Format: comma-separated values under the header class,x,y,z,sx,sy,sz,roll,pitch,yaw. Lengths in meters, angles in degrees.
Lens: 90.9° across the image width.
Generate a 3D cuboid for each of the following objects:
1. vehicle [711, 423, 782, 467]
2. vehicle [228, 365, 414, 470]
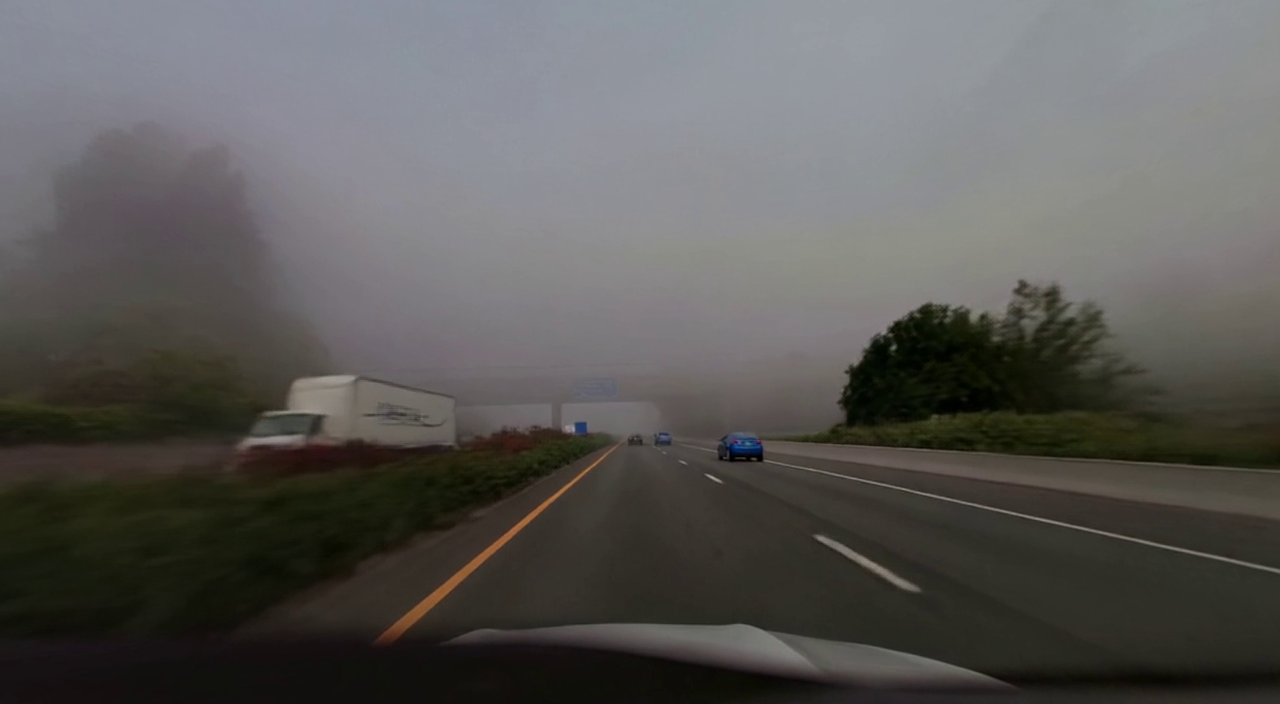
class,x,y,z,sx,sy,sz,roll,pitch,yaw
vehicle,4.311,3.847,26.228,2.073,1.651,4.065,0,-8,-2
vehicle,-13.536,3.085,28.343,2.949,3.820,10.704,0,-8,-1
